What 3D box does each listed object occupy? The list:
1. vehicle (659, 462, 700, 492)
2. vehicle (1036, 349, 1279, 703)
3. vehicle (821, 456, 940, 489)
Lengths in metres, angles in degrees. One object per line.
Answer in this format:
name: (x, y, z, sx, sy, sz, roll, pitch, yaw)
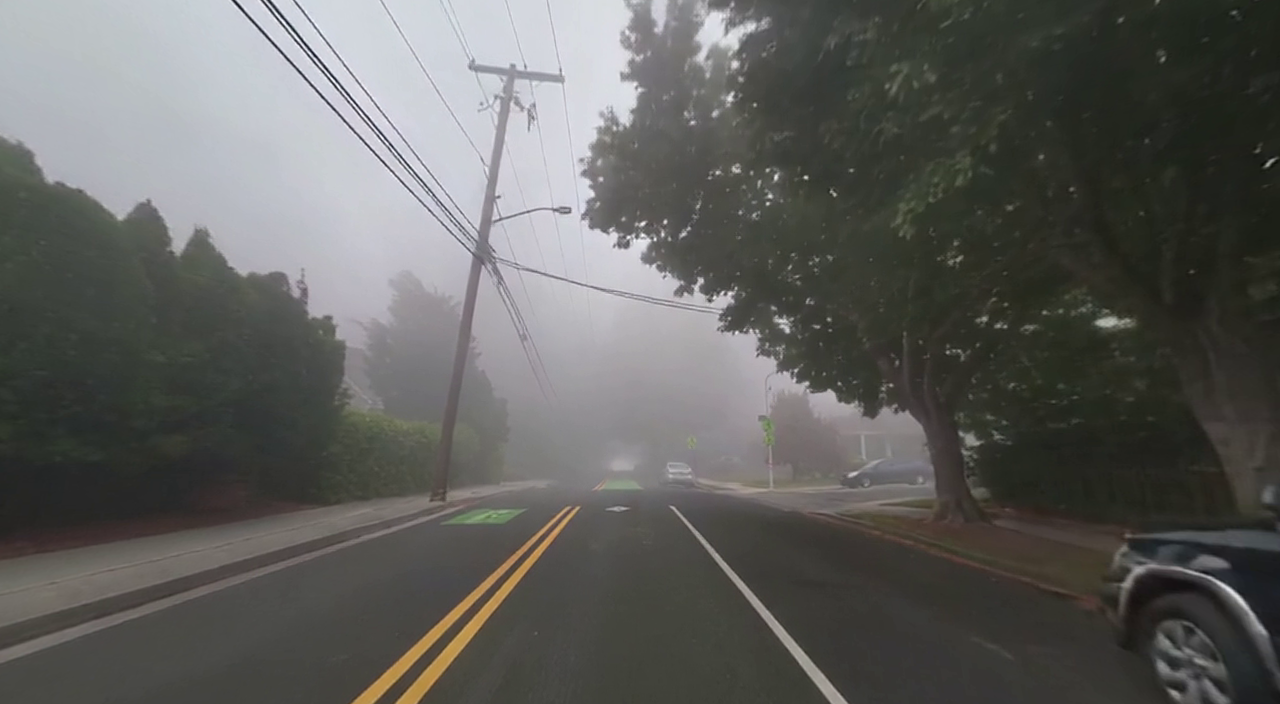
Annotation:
vehicle: (2.310, 7.503, 38.298, 1.989, 1.545, 5.423, 1, -9, -2)
vehicle: (3.437, 0.721, 1.334, 2.097, 1.742, 4.789, 0, -9, 0)
vehicle: (11.375, 5.746, 30.108, 4.809, 1.494, 1.940, 1, -12, -4)
